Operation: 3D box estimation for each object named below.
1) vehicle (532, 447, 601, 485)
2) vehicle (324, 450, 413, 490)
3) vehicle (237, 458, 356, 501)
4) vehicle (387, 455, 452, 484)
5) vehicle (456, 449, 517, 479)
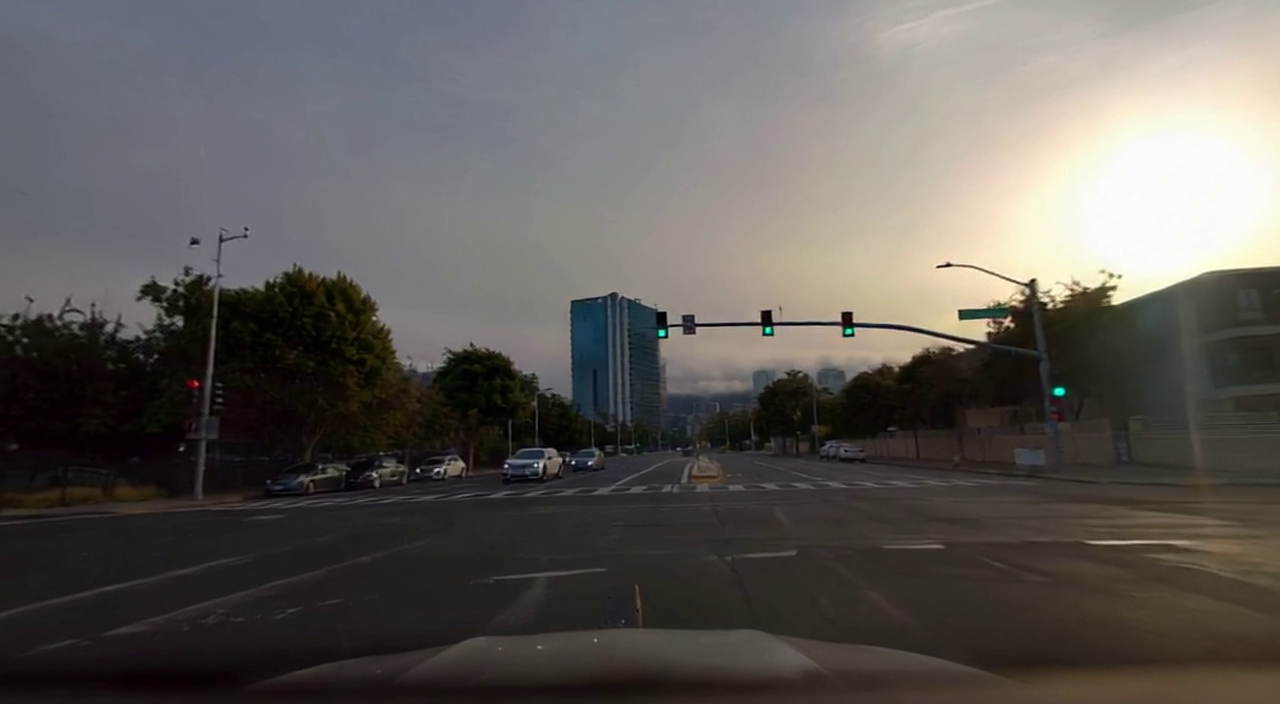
[{"bbox_3d":[-3.065,4.894,27.274,2.154,1.501,4.416,-1,-9,5],"label":"vehicle"},{"bbox_3d":[-13.496,5.863,31.620,1.960,1.819,5.018,-1,-9,3],"label":"vehicle"},{"bbox_3d":[-13.879,5.139,25.752,2.055,1.506,4.663,-1,-9,3],"label":"vehicle"},{"bbox_3d":[-12.954,6.905,37.220,1.804,1.486,4.625,-1,-9,5],"label":"vehicle"},{"bbox_3d":[-9.448,6.908,39.083,2.126,1.709,5.095,-1,-9,5],"label":"vehicle"}]
